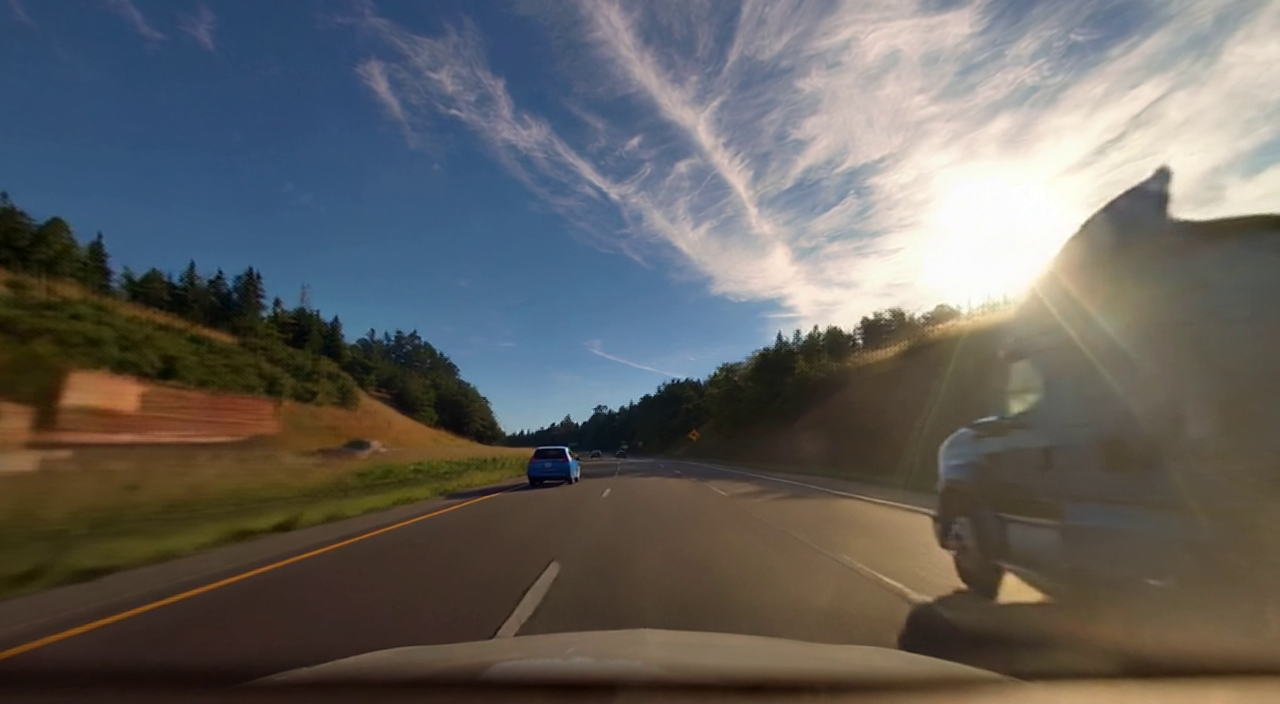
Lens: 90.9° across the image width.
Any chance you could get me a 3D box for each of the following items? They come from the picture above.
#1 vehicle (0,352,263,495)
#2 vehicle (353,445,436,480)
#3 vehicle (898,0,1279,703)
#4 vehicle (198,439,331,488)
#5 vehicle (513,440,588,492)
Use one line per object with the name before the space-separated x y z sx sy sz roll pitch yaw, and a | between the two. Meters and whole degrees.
vehicle | -18.838 2.778 22.510 3.273 3.792 12.173 0 -9 0
vehicle | -11.441 5.185 29.742 2.015 1.475 4.691 0 -9 0
vehicle | 4.594 0.015 4.318 3.025 3.905 5.860 0 -9 0
vehicle | -14.508 4.347 24.847 1.871 1.662 5.423 0 -9 0
vehicle | -3.122 4.110 23.001 2.115 1.670 4.261 0 -9 0
